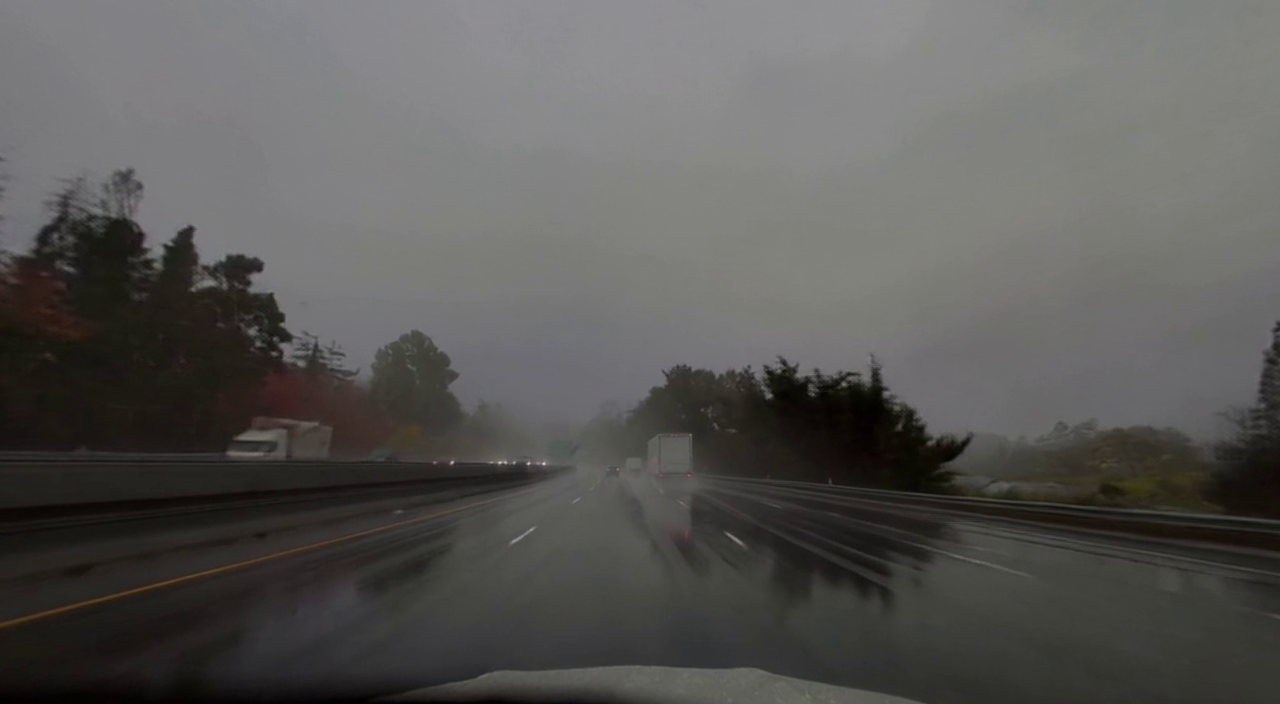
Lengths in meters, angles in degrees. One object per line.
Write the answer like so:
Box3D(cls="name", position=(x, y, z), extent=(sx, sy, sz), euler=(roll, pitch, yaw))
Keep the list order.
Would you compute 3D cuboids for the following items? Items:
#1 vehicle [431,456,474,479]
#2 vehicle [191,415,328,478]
Box3D(cls="vehicle", position=(-12.591, 7.816, 42.561), extent=(1.797, 1.397, 3.811), euler=(1, -11, -1))
Box3D(cls="vehicle", position=(-16.097, 4.167, 27.186), extent=(2.228, 2.396, 5.865), euler=(1, -11, -1))
